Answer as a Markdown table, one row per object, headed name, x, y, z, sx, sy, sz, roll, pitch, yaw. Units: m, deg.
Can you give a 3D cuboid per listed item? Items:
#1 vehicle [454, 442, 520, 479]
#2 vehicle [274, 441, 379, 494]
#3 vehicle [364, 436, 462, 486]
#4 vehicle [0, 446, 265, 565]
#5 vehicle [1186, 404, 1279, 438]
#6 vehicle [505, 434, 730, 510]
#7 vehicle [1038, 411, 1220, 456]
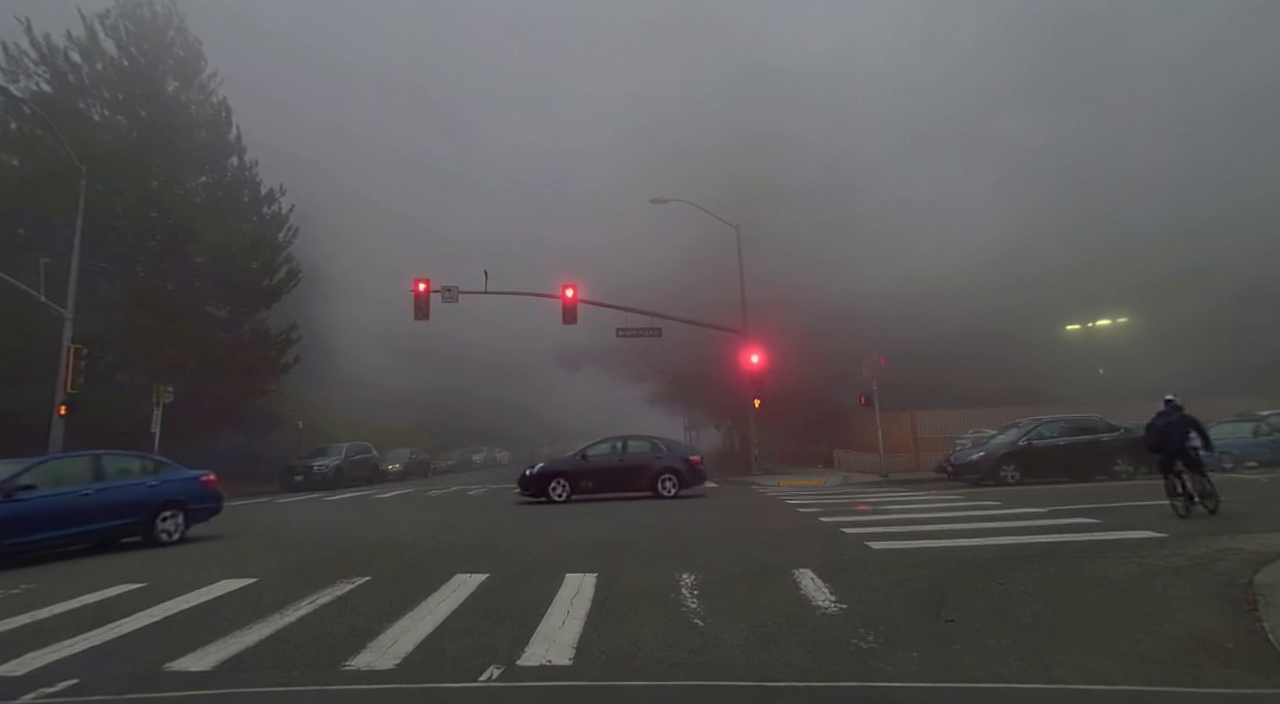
| name | x | y | z | sx | sy | sz | roll | pitch | yaw |
| --- | --- | --- | --- | --- | --- | --- | --- | --- | --- |
| vehicle | -7.005 | 4.989 | 29.311 | 2.024 | 1.470 | 4.153 | -3 | -9 | -1 |
| vehicle | -13.750 | 5.058 | 28.133 | 2.251 | 1.957 | 4.968 | -4 | -9 | -1 |
| vehicle | -10.194 | 4.951 | 29.045 | 2.475 | 1.940 | 5.702 | -3 | -9 | -1 |
| vehicle | -8.071 | 2.027 | 8.742 | 1.755 | 1.419 | 4.533 | -6 | -11 | 35 |
| vehicle | 34.884 | 4.020 | 36.665 | 4.326 | 1.511 | 1.725 | -8 | -9 | 16 |
| vehicle | -0.518 | 2.475 | 13.274 | 4.385 | 1.419 | 1.855 | 1 | -9 | -8 |
| vehicle | 16.898 | 2.905 | 22.130 | 4.560 | 1.453 | 1.851 | -3 | -9 | 18 |
